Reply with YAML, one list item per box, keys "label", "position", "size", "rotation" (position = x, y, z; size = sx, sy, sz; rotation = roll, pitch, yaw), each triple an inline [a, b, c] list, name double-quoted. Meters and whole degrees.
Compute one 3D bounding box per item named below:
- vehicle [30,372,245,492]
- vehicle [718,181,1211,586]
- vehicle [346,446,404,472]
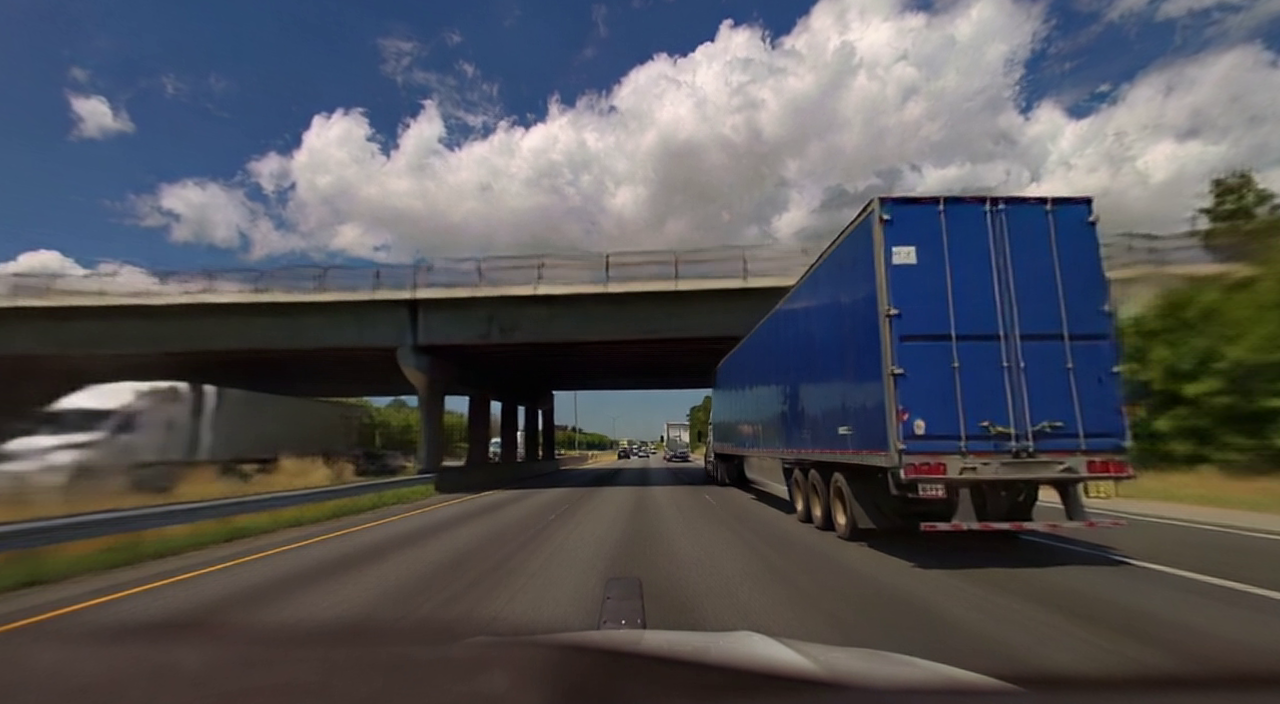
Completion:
- label: "vehicle"
  position: [-18.484, 3.095, 23.866]
  size: [2.957, 3.937, 5.954]
  rotation: [0, -9, 0]
- label: "vehicle"
  position: [3.984, 1.306, 13.307]
  size: [2.825, 4.054, 14.210]
  rotation: [0, -9, 0]
- label: "vehicle"
  position: [-15.079, 6.105, 36.076]
  size: [1.720, 1.443, 3.580]
  rotation: [0, -9, 0]
